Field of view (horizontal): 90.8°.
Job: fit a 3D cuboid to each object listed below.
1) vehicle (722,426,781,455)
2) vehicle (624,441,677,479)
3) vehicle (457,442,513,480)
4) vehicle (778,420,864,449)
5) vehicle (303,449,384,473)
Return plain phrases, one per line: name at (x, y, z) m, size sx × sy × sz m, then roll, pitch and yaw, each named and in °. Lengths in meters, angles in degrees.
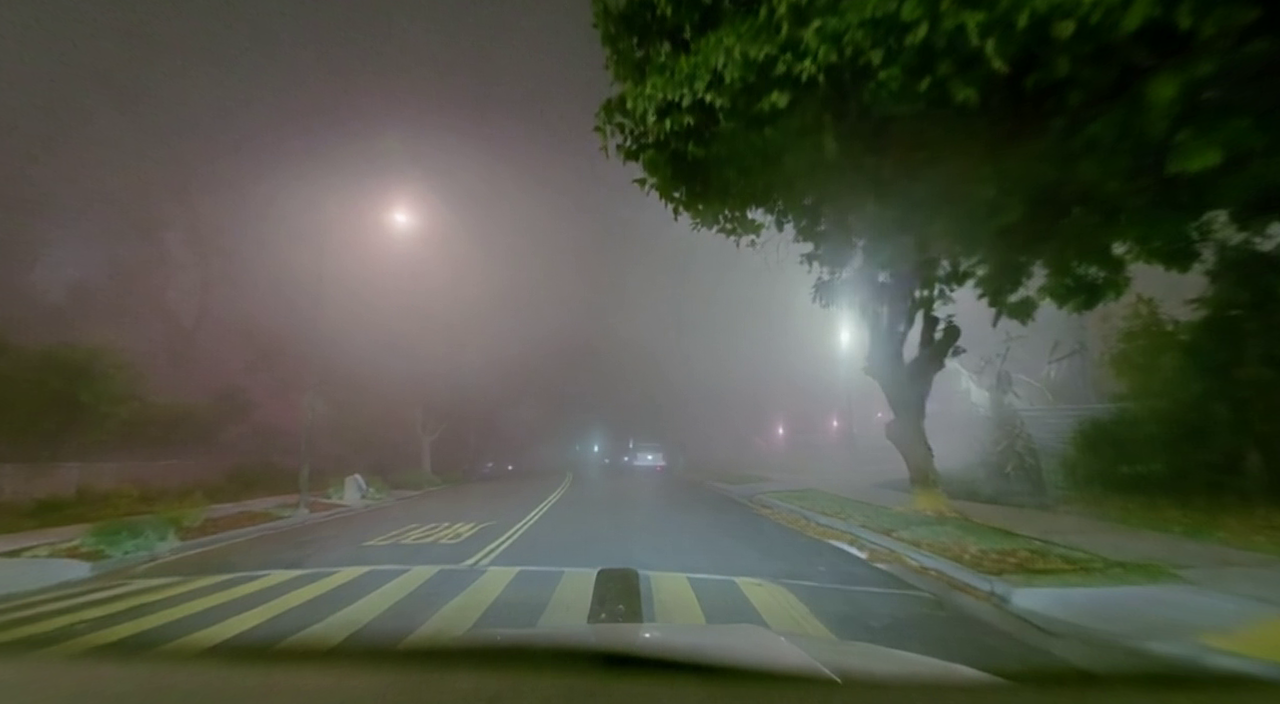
vehicle at (7.713, 6.106, 43.401) m, size 2.100 × 1.857 × 4.611 m, roll -7°, pitch -10°, yaw 36°
vehicle at (0.456, 5.642, 33.408) m, size 2.229 × 1.826 × 4.611 m, roll 0°, pitch -8°, yaw -7°
vehicle at (-7.851, 5.512, 32.382) m, size 2.155 × 1.729 × 4.799 m, roll 0°, pitch -7°, yaw -7°
vehicle at (10.626, 4.907, 37.382) m, size 4.639 × 1.634 × 2.005 m, roll -2°, pitch -8°, yaw 8°
vehicle at (-19.578, 7.207, 41.728) m, size 4.527 × 1.466 × 1.880 m, roll -2°, pitch -8°, yaw 10°
